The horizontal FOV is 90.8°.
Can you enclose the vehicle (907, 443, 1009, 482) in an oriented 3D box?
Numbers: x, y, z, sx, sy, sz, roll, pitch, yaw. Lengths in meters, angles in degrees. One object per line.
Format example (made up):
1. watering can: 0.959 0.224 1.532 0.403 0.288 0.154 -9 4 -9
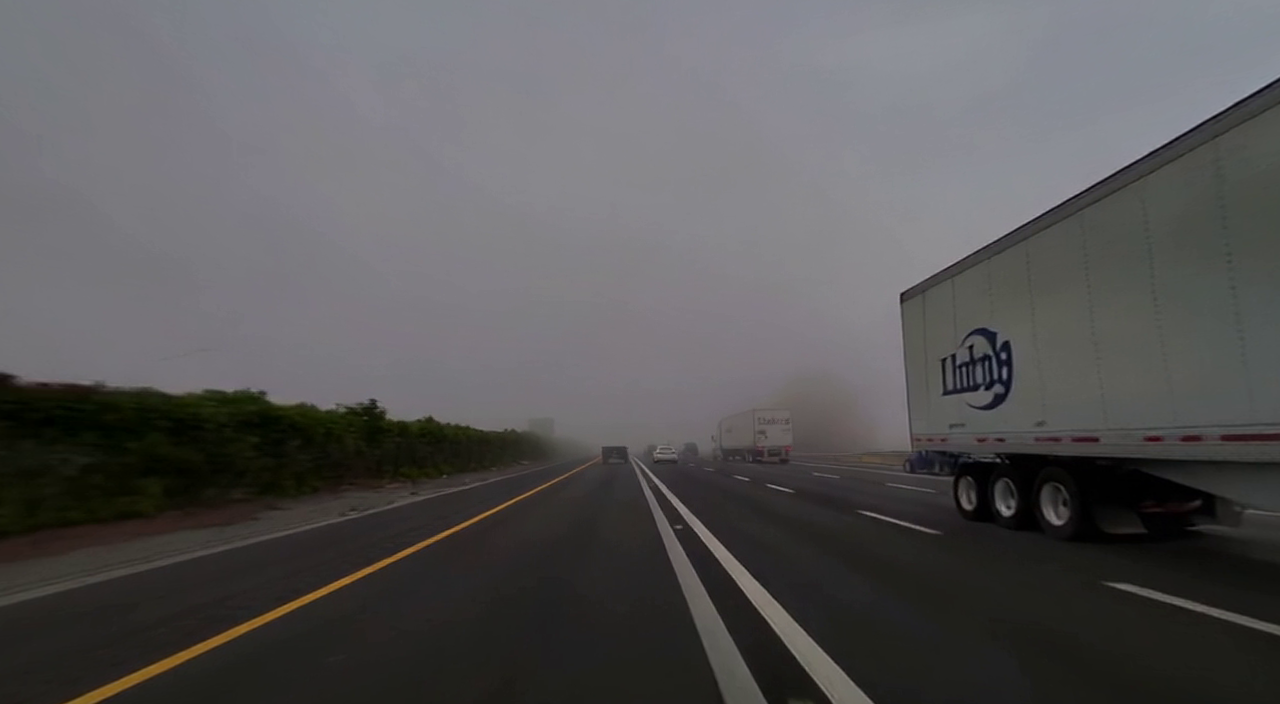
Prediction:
1. vehicle: 13.199 4.577 26.552 1.862 1.462 4.459 0 -9 -2
